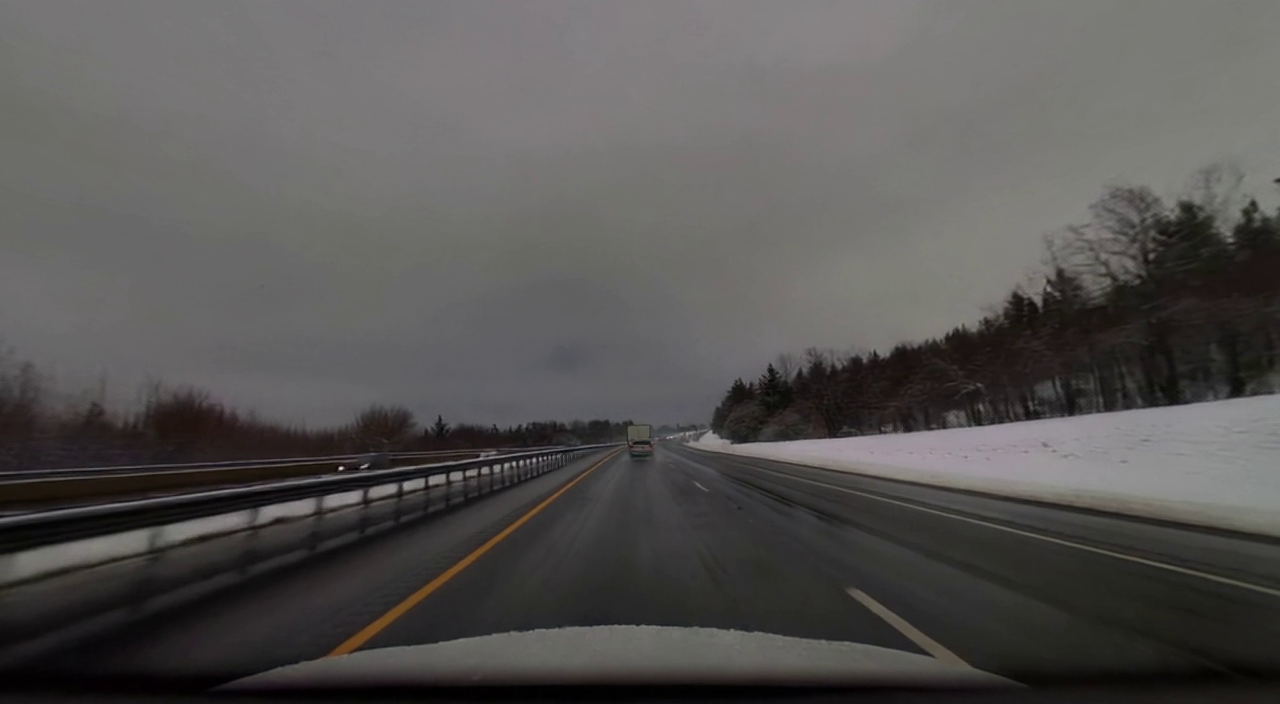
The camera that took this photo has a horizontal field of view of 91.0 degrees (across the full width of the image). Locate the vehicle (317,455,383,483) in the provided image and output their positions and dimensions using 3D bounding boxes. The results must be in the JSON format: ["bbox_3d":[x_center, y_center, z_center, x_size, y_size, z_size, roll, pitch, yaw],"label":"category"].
[{"bbox_3d":[-17.315,6.974,37.811,1.836,1.478,4.655,0,-8,-1],"label":"vehicle"}]

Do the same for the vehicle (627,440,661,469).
[{"bbox_3d":[0.238,6.502,40.195,2.059,1.696,4.165,0,-8,0],"label":"vehicle"}]
